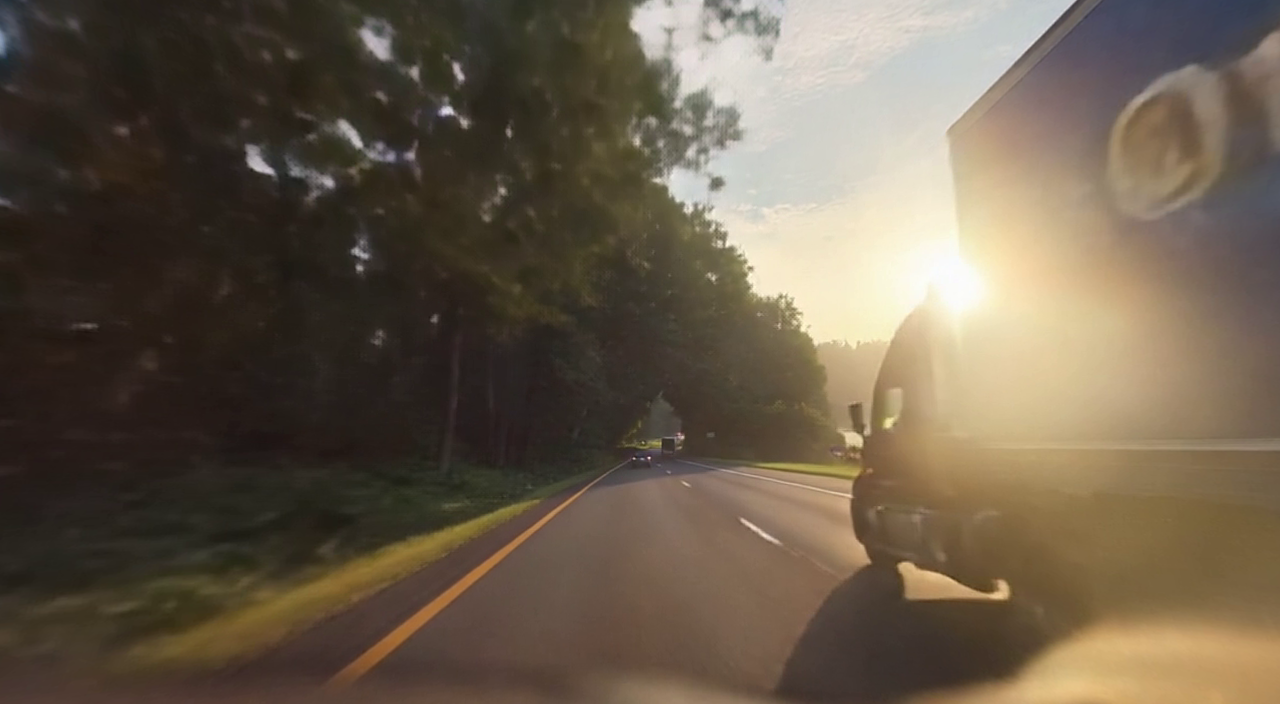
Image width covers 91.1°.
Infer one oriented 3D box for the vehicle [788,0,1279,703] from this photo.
[{"bbox_3d":[3.873,-0.106,3.694,3.442,4.027,10.568,-1,-9,0],"label":"vehicle"}]
